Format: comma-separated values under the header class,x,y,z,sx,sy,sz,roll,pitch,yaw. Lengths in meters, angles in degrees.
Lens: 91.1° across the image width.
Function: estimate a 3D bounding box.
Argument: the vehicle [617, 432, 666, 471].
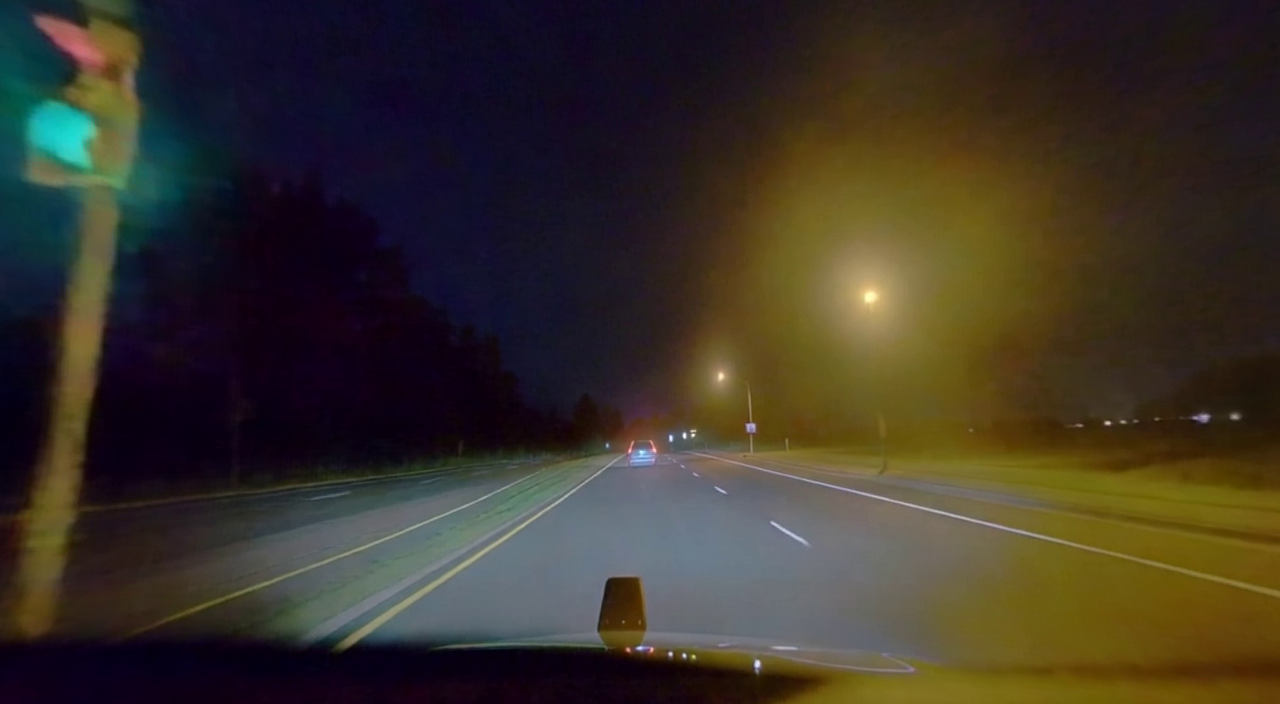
class,x,y,z,sx,sy,sz,roll,pitch,yaw
vehicle,0.077,4.855,30.777,2.256,1.734,4.176,0,-9,0
